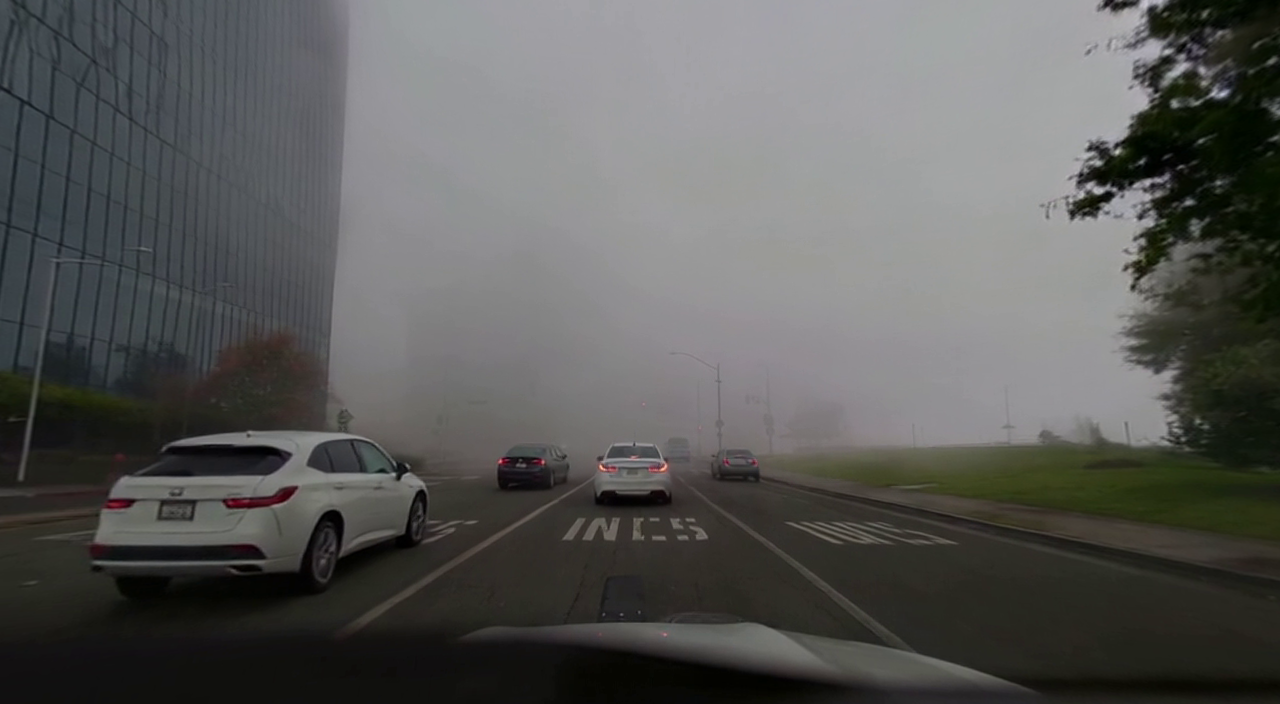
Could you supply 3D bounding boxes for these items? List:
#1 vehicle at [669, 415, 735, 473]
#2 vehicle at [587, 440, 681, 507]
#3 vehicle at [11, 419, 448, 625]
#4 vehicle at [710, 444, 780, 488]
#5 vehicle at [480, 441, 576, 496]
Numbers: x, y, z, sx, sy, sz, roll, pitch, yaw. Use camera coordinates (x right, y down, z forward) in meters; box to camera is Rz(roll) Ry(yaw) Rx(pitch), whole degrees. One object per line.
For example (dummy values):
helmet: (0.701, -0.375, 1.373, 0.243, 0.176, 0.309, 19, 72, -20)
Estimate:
vehicle: (3.921, 6.334, 43.294, 3.074, 3.316, 12.953, 0, -9, -1)
vehicle: (-0.107, 3.146, 16.801, 2.174, 1.509, 4.374, 0, -9, 1)
vehicle: (-3.705, 1.585, 6.852, 1.933, 1.520, 4.195, 0, -9, -1)
vehicle: (3.910, 4.312, 24.170, 1.940, 1.514, 4.187, 0, -9, 0)
vehicle: (-3.325, 3.565, 19.724, 2.044, 1.508, 4.479, 0, -9, 2)
